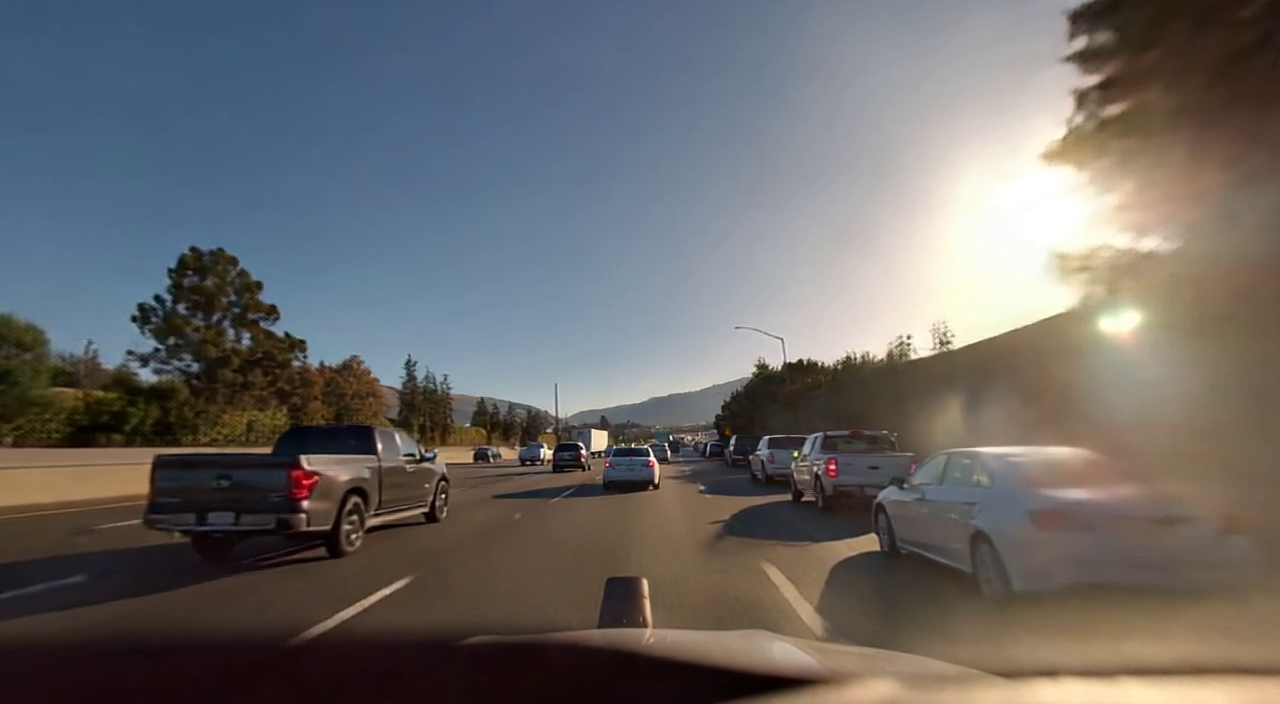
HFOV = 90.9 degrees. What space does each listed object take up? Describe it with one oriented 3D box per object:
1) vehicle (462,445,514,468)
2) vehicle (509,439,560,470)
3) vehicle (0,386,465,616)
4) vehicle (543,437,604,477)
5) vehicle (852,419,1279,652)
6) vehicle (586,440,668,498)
[{"bbox_3d":[-10.084,6.978,42.316,1.903,1.460,4.958,-1,-8,4],"label":"vehicle"},{"bbox_3d":[-6.173,6.055,37.409,2.023,1.693,4.386,-1,-8,3],"label":"vehicle"},{"bbox_3d":[-4.071,1.588,7.860,2.110,1.811,5.585,0,-8,1],"label":"vehicle"},{"bbox_3d":[-3.019,4.867,29.550,2.153,1.726,4.546,-1,-8,3],"label":"vehicle"},{"bbox_3d":[3.853,1.496,6.265,1.940,1.475,4.328,0,-8,0],"label":"vehicle"},{"bbox_3d":[-0.279,3.262,18.006,2.070,1.456,4.029,0,-8,1],"label":"vehicle"}]
